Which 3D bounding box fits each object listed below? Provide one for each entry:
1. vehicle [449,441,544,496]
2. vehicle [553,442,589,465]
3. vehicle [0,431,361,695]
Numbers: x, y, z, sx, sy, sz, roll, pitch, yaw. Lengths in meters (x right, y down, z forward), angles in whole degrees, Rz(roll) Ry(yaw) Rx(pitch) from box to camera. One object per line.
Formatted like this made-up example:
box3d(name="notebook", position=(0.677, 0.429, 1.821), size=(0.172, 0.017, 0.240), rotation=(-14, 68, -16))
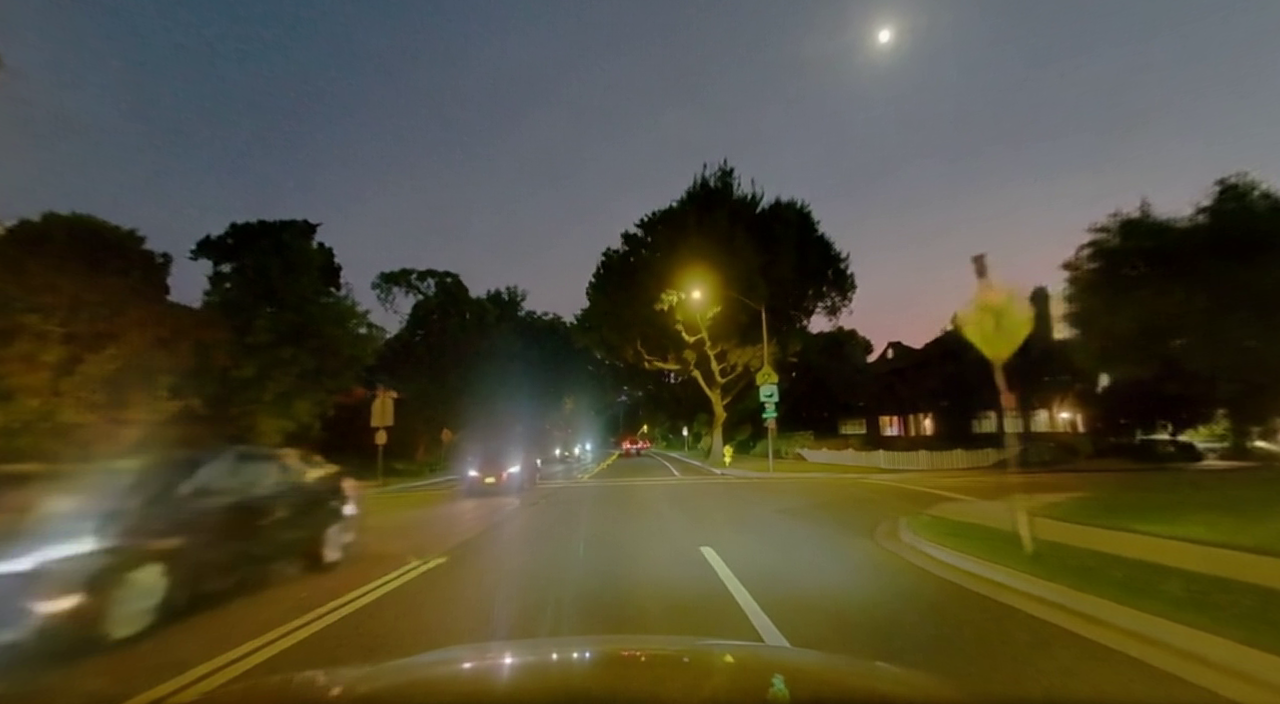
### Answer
box3d(name="vehicle", position=(-4.381, 3.588, 19.940), size=(1.979, 1.532, 4.212), rotation=(0, -8, 0))
box3d(name="vehicle", position=(-4.706, 6.948, 43.329), size=(1.938, 1.519, 4.227), rotation=(0, -8, 0))
box3d(name="vehicle", position=(-4.476, 1.518, 5.797), size=(1.862, 1.491, 4.266), rotation=(0, -8, 0))
